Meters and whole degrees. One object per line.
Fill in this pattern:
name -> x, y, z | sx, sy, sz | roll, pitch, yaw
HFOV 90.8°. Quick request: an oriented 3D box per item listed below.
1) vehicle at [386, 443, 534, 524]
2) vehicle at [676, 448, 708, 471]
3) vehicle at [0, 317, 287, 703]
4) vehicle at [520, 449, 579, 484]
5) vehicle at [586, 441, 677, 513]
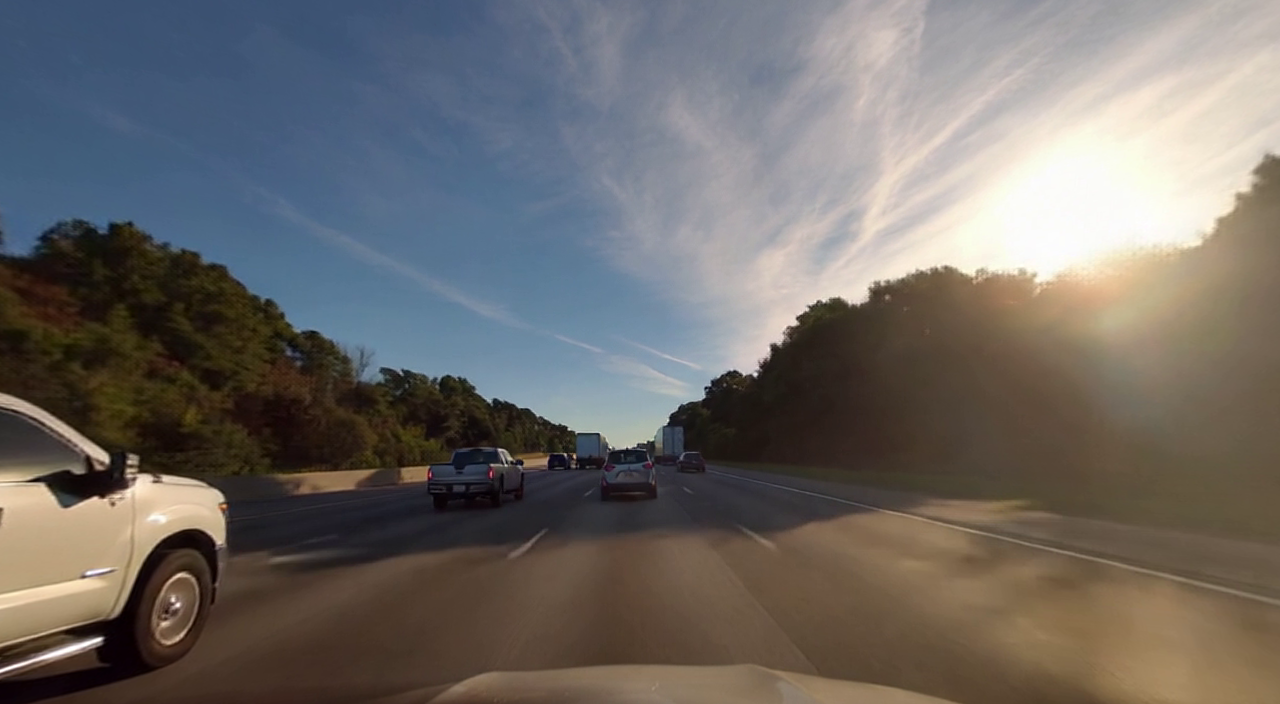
vehicle -> -3.758, 2.829, 14.101 | 1.988, 1.501, 4.438 | 0, -9, 0
vehicle -> 3.660, 7.688, 45.114 | 1.858, 1.537, 3.838 | 0, -9, -2
vehicle -> -3.938, 0.747, 2.416 | 2.243, 1.889, 4.949 | 0, -9, 0
vehicle -> -4.012, 5.172, 28.760 | 1.999, 1.484, 4.269 | 0, -9, 1
vehicle -> -0.196, 3.020, 15.630 | 1.996, 1.574, 3.426 | 0, -9, 0
